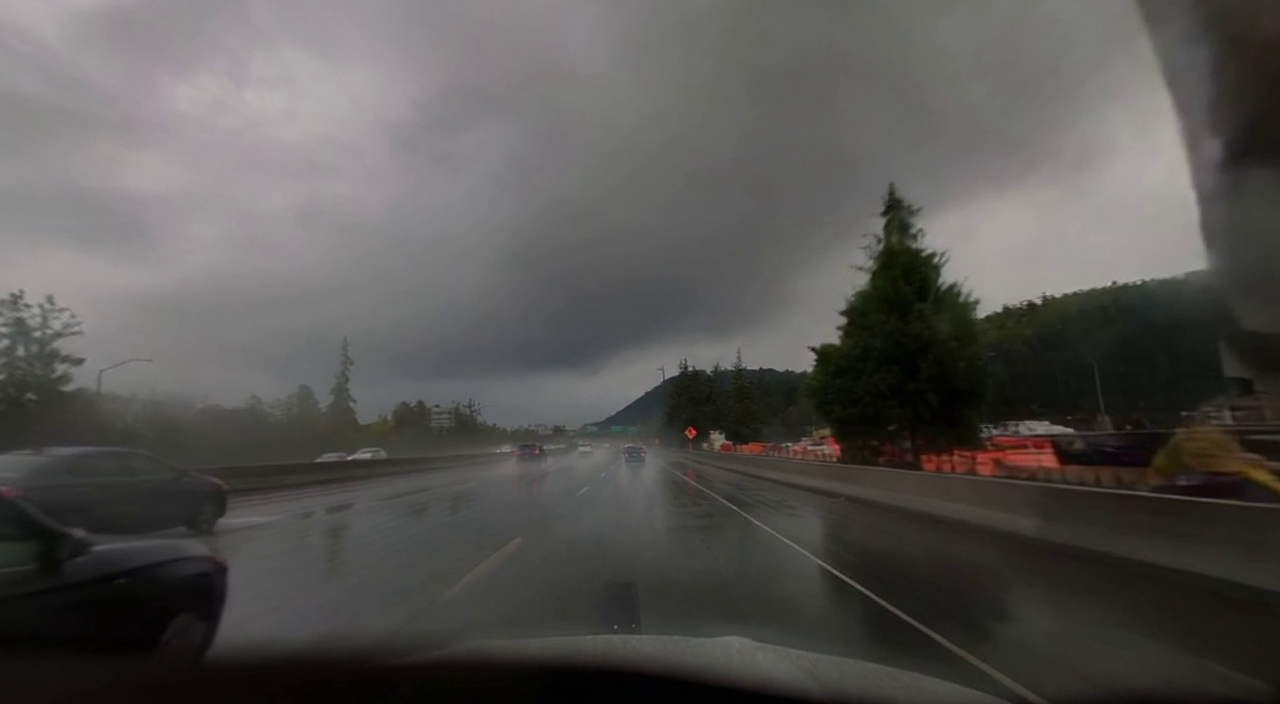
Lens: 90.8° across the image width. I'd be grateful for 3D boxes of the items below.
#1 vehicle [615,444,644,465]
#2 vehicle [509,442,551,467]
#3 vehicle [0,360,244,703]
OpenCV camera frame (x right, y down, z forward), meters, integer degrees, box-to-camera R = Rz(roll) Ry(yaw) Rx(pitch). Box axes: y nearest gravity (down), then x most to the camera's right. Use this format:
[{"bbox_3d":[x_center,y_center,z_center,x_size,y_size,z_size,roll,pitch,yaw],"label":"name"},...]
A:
[{"bbox_3d":[-0.738,7.537,46.714,2.051,1.459,4.092,0,-8,-1],"label":"vehicle"},{"bbox_3d":[-7.573,7.091,43.751,2.128,1.604,4.279,0,-8,0],"label":"vehicle"},{"bbox_3d":[-3.507,0.769,1.819,2.024,1.655,4.192,0,-9,-1],"label":"vehicle"}]
